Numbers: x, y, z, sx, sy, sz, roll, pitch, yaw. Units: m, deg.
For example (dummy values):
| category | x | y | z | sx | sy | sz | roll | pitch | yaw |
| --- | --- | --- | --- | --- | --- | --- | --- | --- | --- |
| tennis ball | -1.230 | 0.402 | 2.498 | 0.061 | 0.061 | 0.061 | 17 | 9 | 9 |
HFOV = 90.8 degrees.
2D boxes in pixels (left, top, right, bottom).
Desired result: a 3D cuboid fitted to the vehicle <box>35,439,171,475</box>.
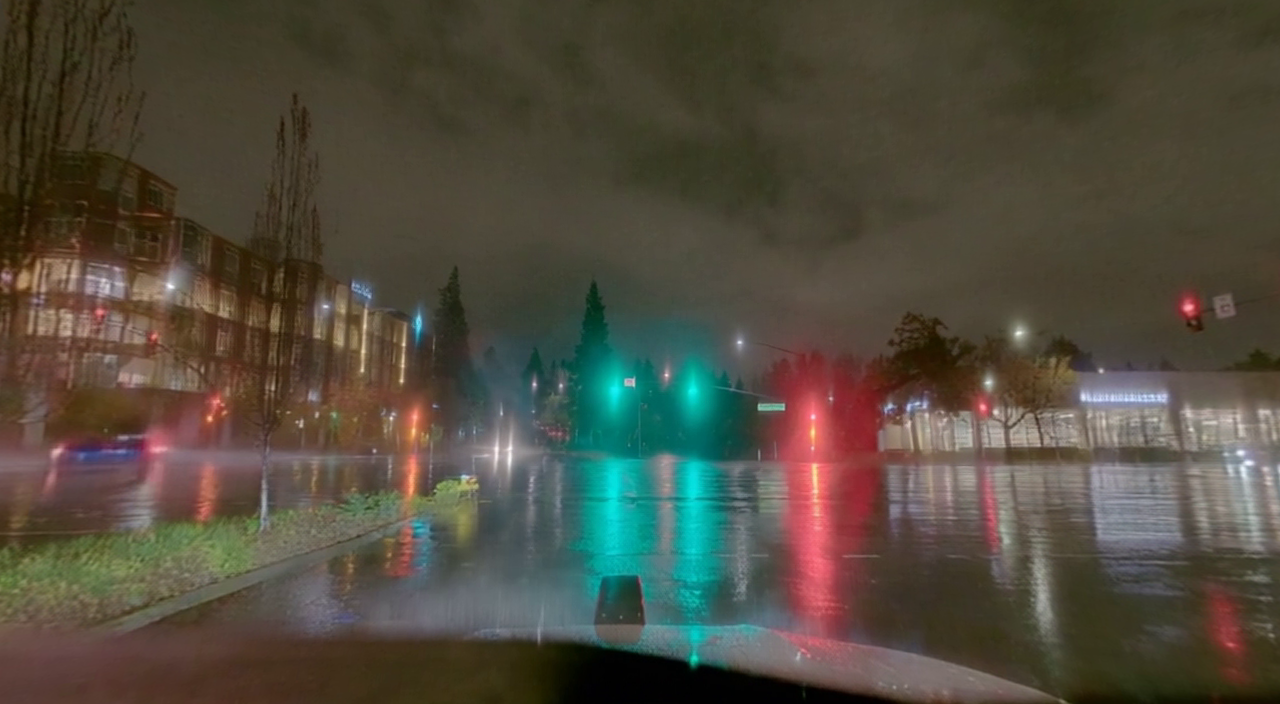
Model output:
| category | x | y | z | sx | sy | sz | roll | pitch | yaw |
| --- | --- | --- | --- | --- | --- | --- | --- | --- | --- |
| vehicle | -26.491 | 5.196 | 31.337 | 4.639 | 1.699 | 2.030 | 1 | -9 | -8 |
